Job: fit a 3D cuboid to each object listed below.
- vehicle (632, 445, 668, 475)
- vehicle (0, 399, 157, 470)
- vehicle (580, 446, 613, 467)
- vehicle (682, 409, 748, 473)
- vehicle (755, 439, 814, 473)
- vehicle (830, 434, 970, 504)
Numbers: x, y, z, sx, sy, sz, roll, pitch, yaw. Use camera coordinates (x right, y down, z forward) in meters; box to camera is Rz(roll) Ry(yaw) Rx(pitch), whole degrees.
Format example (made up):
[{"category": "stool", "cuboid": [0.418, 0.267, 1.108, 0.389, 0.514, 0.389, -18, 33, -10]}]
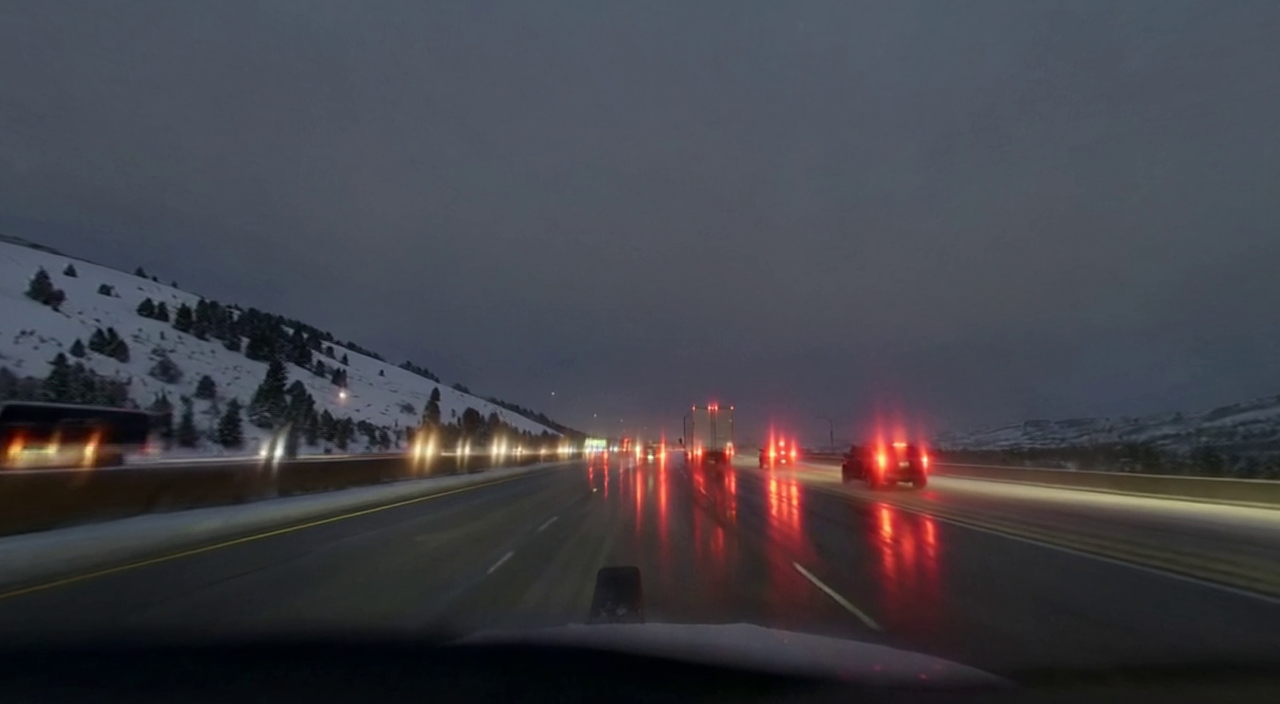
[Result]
[{"category": "vehicle", "cuboid": [0.554, 5.899, 34.572, 1.866, 1.492, 3.932, 0, -9, 1]}, {"category": "vehicle", "cuboid": [-37.797, 5.130, 38.930, 2.881, 3.999, 15.945, 0, -9, 2]}, {"category": "vehicle", "cuboid": [-3.179, 7.761, 46.889, 2.132, 1.506, 4.256, 0, -9, 0]}, {"category": "vehicle", "cuboid": [4.644, 5.875, 41.450, 3.130, 3.607, 11.129, 0, -9, 1]}, {"category": "vehicle", "cuboid": [7.945, 5.763, 35.132, 2.143, 1.775, 4.729, 0, -9, 0]}, {"category": "vehicle", "cuboid": [7.024, 3.194, 17.627, 2.044, 1.676, 4.421, 0, -9, 0]}]
